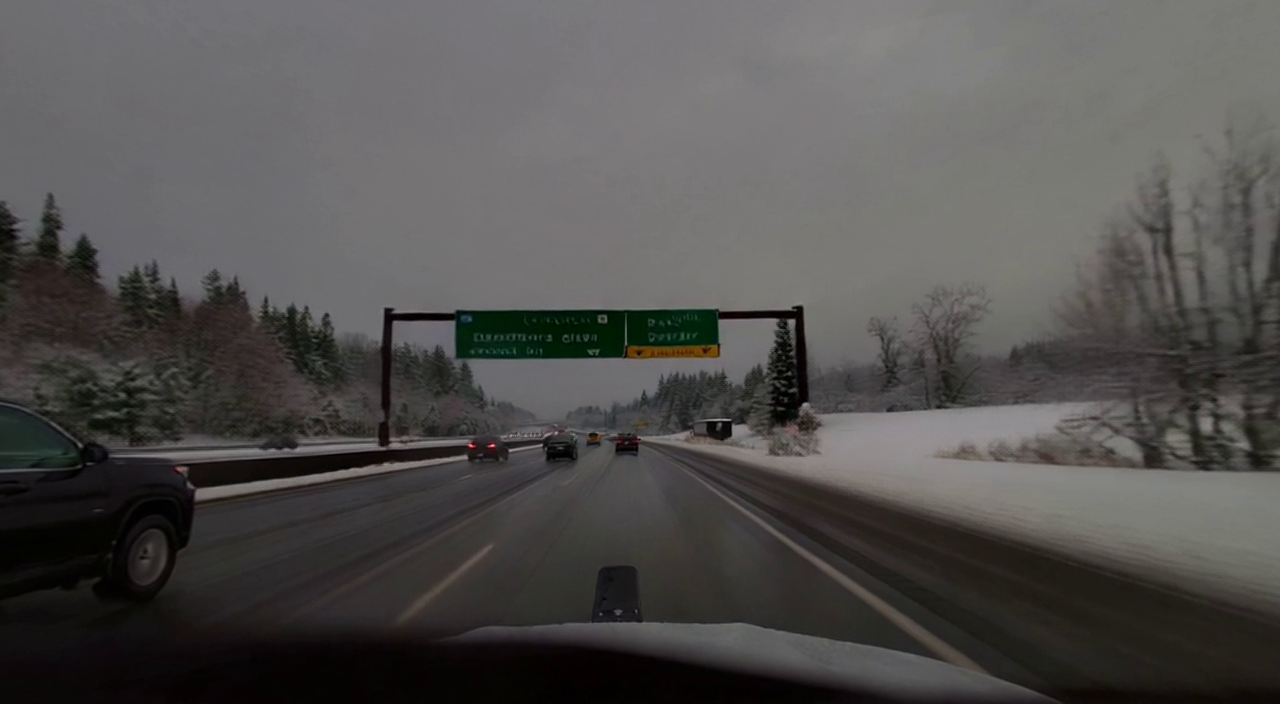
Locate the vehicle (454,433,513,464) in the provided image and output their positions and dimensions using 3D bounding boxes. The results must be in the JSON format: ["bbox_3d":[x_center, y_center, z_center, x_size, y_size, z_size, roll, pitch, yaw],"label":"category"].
[{"bbox_3d":[-8.378,5.175,34.042,1.953,1.524,4.863,0,-8,0],"label":"vehicle"}]

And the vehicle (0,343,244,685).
[{"bbox_3d":[-4.420,0.856,3.229,1.971,1.822,4.366,0,-8,-1],"label":"vehicle"}]

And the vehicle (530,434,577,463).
[{"bbox_3d":[-4.470,5.057,33.173,1.909,1.445,4.087,0,-8,0],"label":"vehicle"}]

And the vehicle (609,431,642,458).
[{"bbox_3d":[-0.930,5.885,40.156,2.002,1.611,3.778,0,-8,-1],"label":"vehicle"}]
